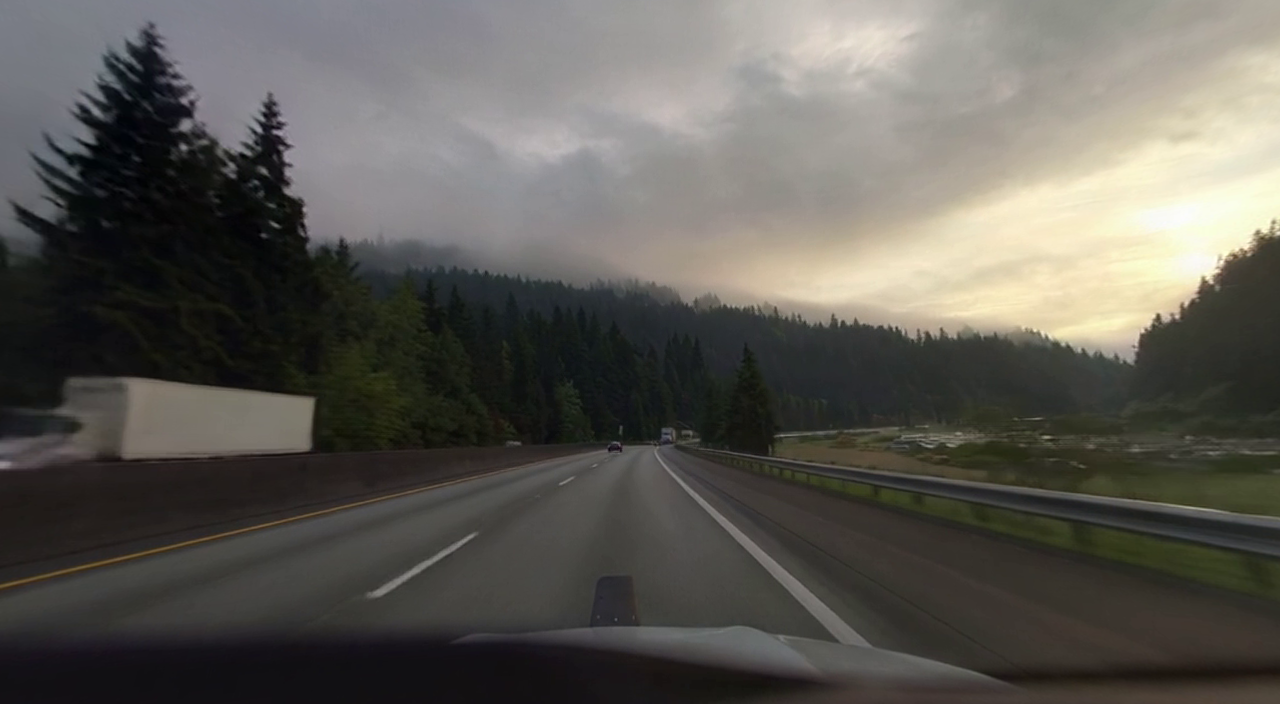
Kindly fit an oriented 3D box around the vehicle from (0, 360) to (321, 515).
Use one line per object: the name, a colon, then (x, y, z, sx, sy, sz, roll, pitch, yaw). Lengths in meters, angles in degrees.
vehicle: (-17.616, 3.339, 24.349, 3.072, 4.202, 14.354, 0, -8, 0)
